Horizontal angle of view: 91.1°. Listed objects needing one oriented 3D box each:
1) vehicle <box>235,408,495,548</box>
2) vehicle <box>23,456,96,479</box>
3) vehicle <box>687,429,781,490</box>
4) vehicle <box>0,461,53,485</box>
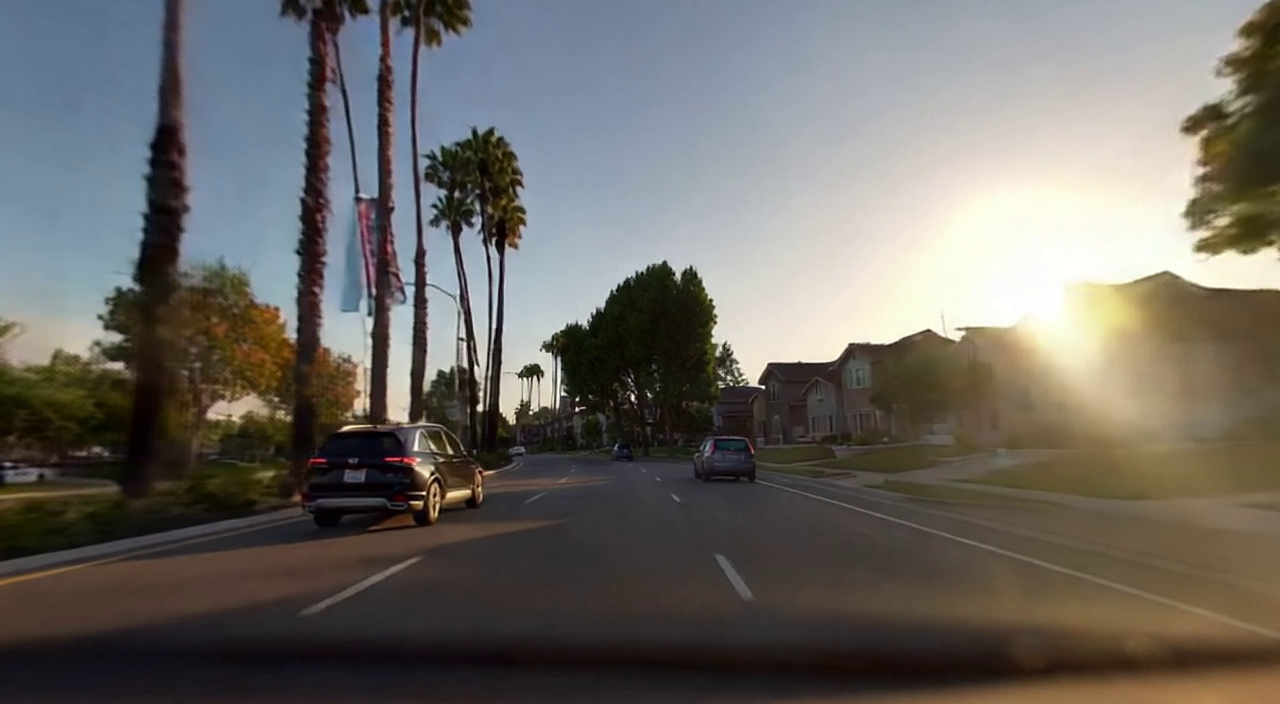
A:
[{"bbox_3d":[-4.070,1.967,10.488,2.150,1.768,4.868,0,-9,0],"label":"vehicle"},{"bbox_3d":[-39.422,7.843,42.686,3.285,1.351,1.575,-1,-9,-7],"label":"vehicle"},{"bbox_3d":[3.001,3.574,21.215,2.195,1.804,4.658,1,-9,-3],"label":"vehicle"},{"bbox_3d":[-37.702,7.231,37.565,3.430,1.341,1.611,-1,-9,-2],"label":"vehicle"}]
